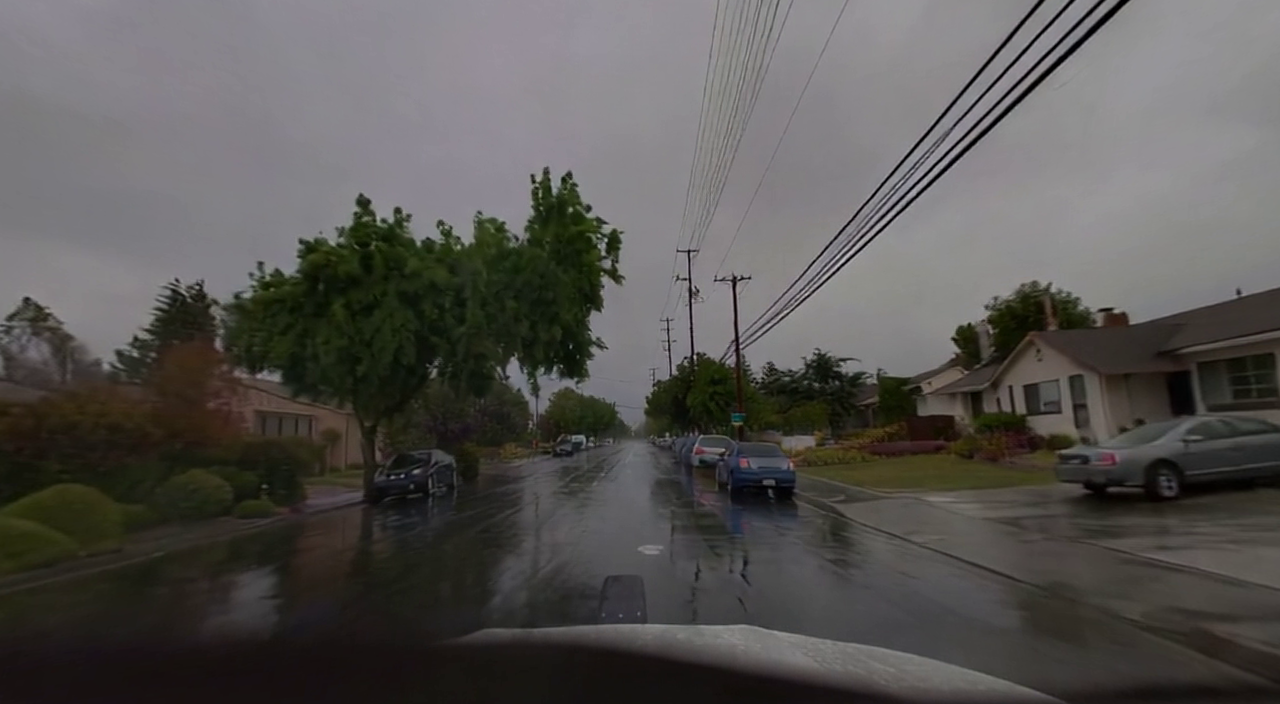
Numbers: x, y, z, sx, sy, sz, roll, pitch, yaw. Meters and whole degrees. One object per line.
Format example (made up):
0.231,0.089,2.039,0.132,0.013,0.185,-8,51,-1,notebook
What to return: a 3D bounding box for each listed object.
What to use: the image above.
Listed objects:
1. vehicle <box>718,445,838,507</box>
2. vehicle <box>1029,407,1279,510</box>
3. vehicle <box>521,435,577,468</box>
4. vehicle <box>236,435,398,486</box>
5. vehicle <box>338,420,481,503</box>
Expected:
3.151,2.896,15.260,1.827,1.286,3.684,1,-8,-4,vehicle
9.454,1.768,10.690,4.210,1.541,2.260,0,-8,2,vehicle
-5.887,6.598,41.570,2.398,1.910,5.999,-3,-11,4,vehicle
-11.286,3.822,22.365,4.529,1.677,2.204,0,-8,1,vehicle
-6.177,3.115,17.652,2.156,1.932,4.518,-2,-11,2,vehicle
